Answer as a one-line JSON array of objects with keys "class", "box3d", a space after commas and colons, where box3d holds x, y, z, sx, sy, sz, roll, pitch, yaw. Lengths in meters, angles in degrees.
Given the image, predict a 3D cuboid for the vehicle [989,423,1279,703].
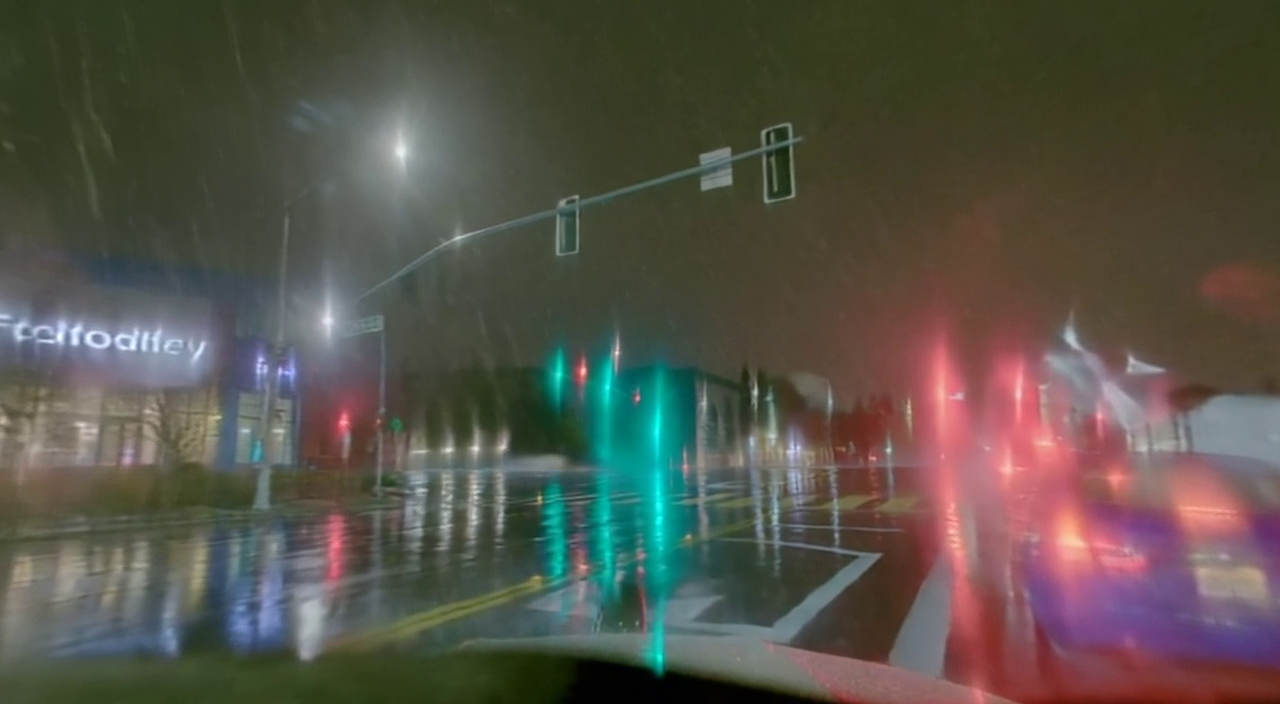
[{"class": "vehicle", "box3d": [3.931, 1.362, 4.863, 1.872, 1.459, 4.483, -4, -9, 26]}]
